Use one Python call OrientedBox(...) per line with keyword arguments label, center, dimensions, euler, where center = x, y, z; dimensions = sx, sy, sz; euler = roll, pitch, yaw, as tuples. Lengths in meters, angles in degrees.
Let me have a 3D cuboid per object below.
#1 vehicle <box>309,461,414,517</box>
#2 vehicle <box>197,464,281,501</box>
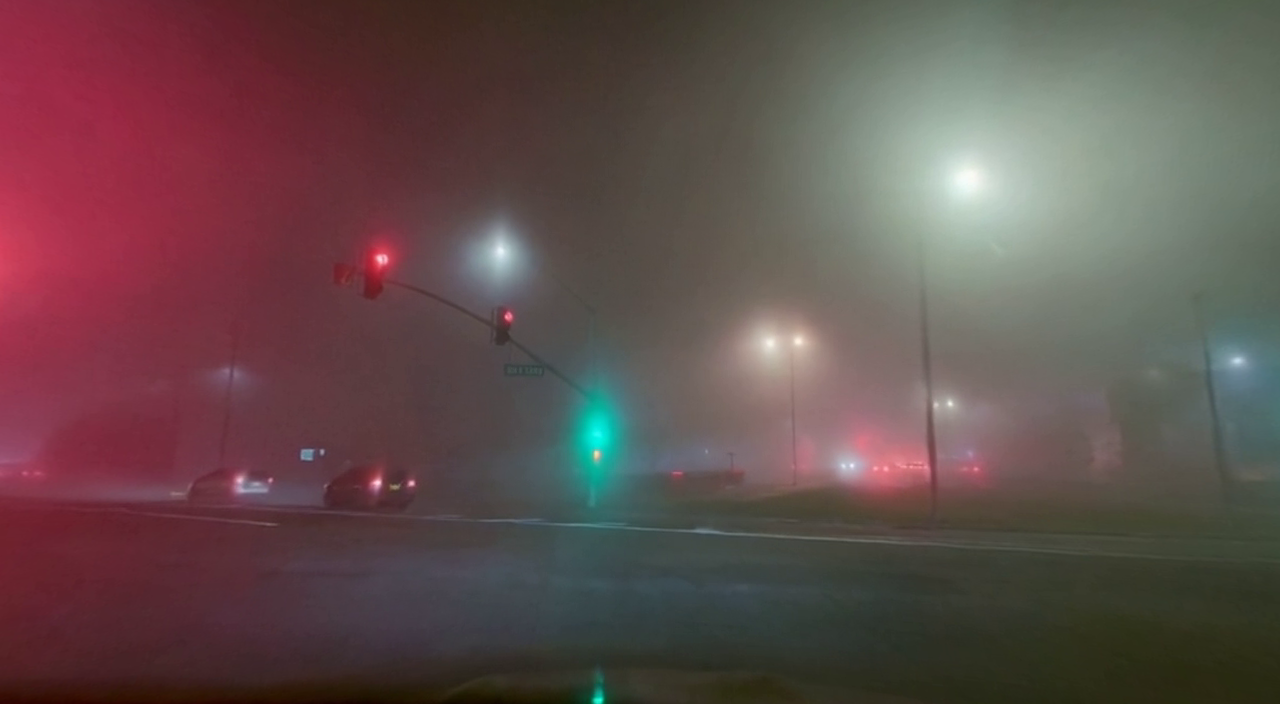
OrientedBox(label="vehicle", center=(-9.357, 4.482, 21.073), dimensions=(2.048, 1.516, 3.874), euler=(7, -11, -40))
OrientedBox(label="vehicle", center=(-19.911, 6.417, 31.354), dimensions=(3.852, 1.605, 2.007), euler=(-6, -10, 33))
